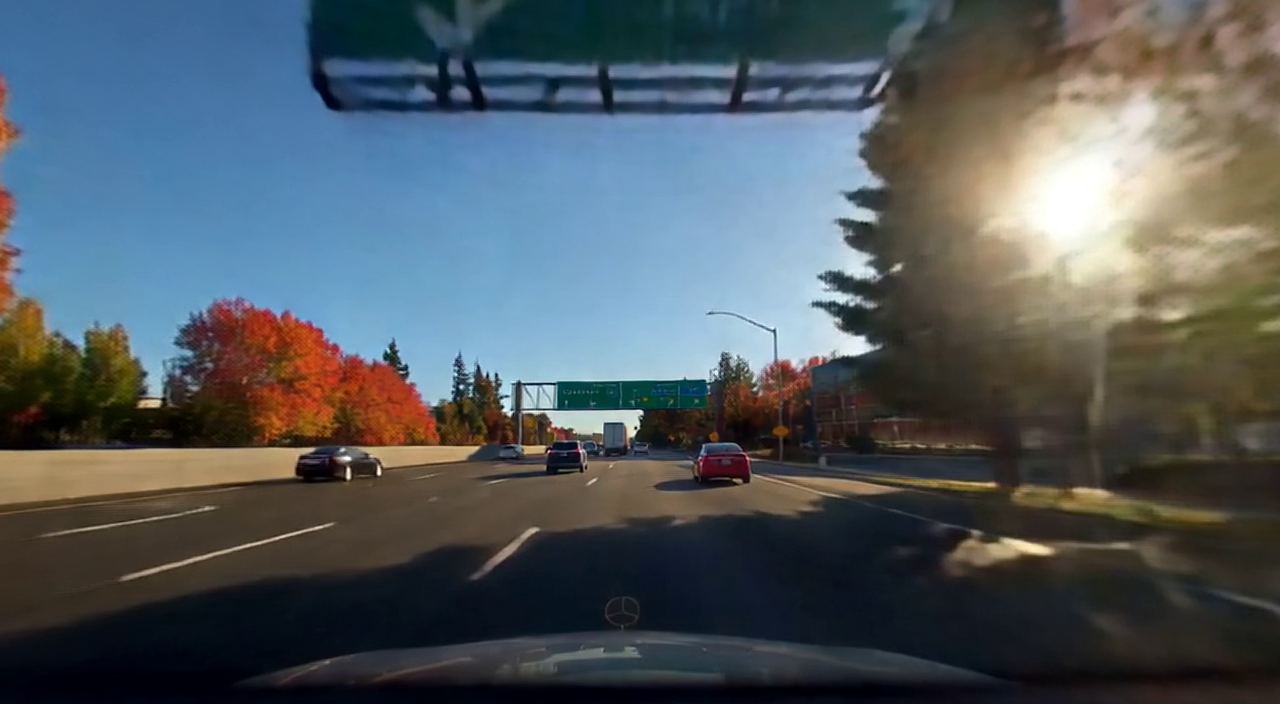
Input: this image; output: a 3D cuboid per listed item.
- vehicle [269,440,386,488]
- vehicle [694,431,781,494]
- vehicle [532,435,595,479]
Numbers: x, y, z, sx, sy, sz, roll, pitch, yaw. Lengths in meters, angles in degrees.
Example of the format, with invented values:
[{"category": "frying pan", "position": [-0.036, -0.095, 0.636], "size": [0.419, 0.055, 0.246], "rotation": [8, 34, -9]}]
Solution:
[{"category": "vehicle", "position": [-10.994, 3.959, 22.532], "size": [1.919, 1.509, 4.265], "rotation": [0, -9, 1]}, {"category": "vehicle", "position": [2.940, 3.451, 20.010], "size": [2.101, 1.742, 4.495], "rotation": [0, -9, 1]}, {"category": "vehicle", "position": [-3.208, 4.526, 27.355], "size": [2.111, 1.742, 4.315], "rotation": [0, -9, 1]}]
